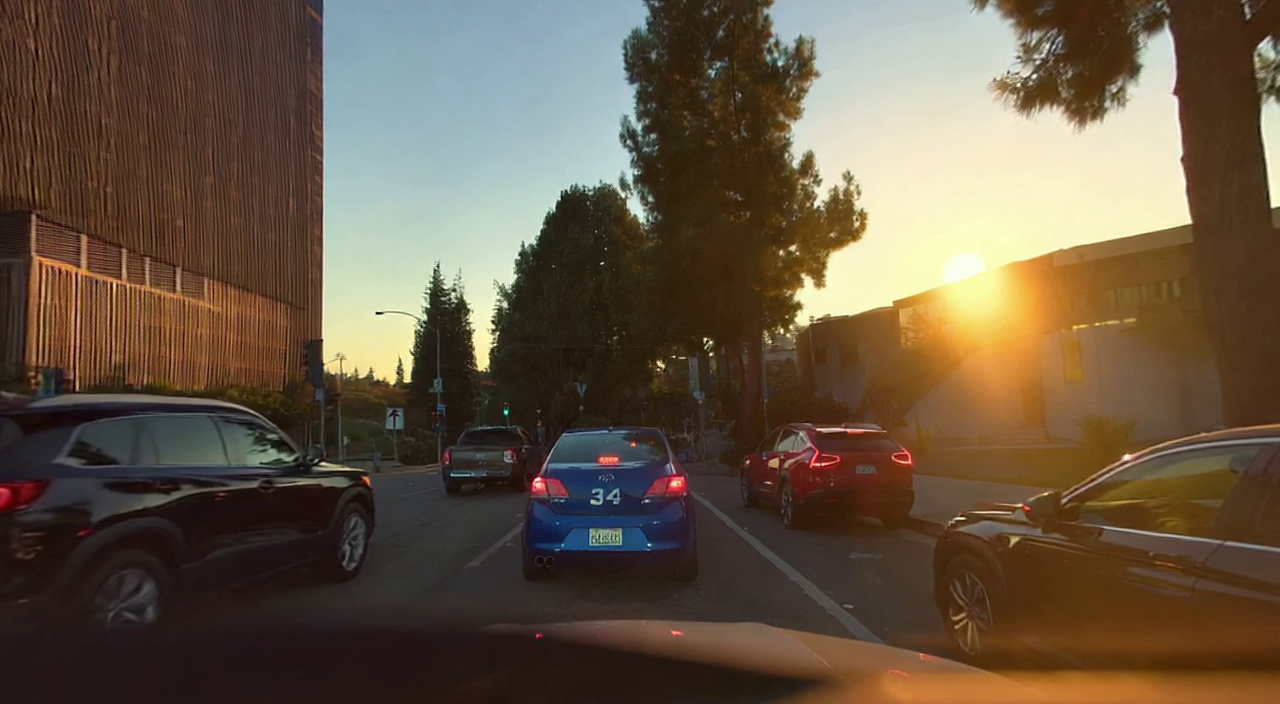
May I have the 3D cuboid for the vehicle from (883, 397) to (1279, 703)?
[{"bbox_3d":[3.245,1.069,3.381,2.045,1.459,4.462,0,-8,-1],"label":"vehicle"}]

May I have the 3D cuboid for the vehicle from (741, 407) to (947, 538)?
[{"bbox_3d":[3.326,2.087,11.532,2.117,1.879,4.715,0,-8,-1],"label":"vehicle"}]

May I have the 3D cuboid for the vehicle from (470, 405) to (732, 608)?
[{"bbox_3d":[-0.366,1.585,7.421,2.114,1.631,4.459,0,-8,-1],"label":"vehicle"}]

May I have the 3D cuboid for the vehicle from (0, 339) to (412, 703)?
[{"bbox_3d":[-3.759,1.138,4.867,2.141,1.718,4.809,0,-8,0],"label":"vehicle"}]
